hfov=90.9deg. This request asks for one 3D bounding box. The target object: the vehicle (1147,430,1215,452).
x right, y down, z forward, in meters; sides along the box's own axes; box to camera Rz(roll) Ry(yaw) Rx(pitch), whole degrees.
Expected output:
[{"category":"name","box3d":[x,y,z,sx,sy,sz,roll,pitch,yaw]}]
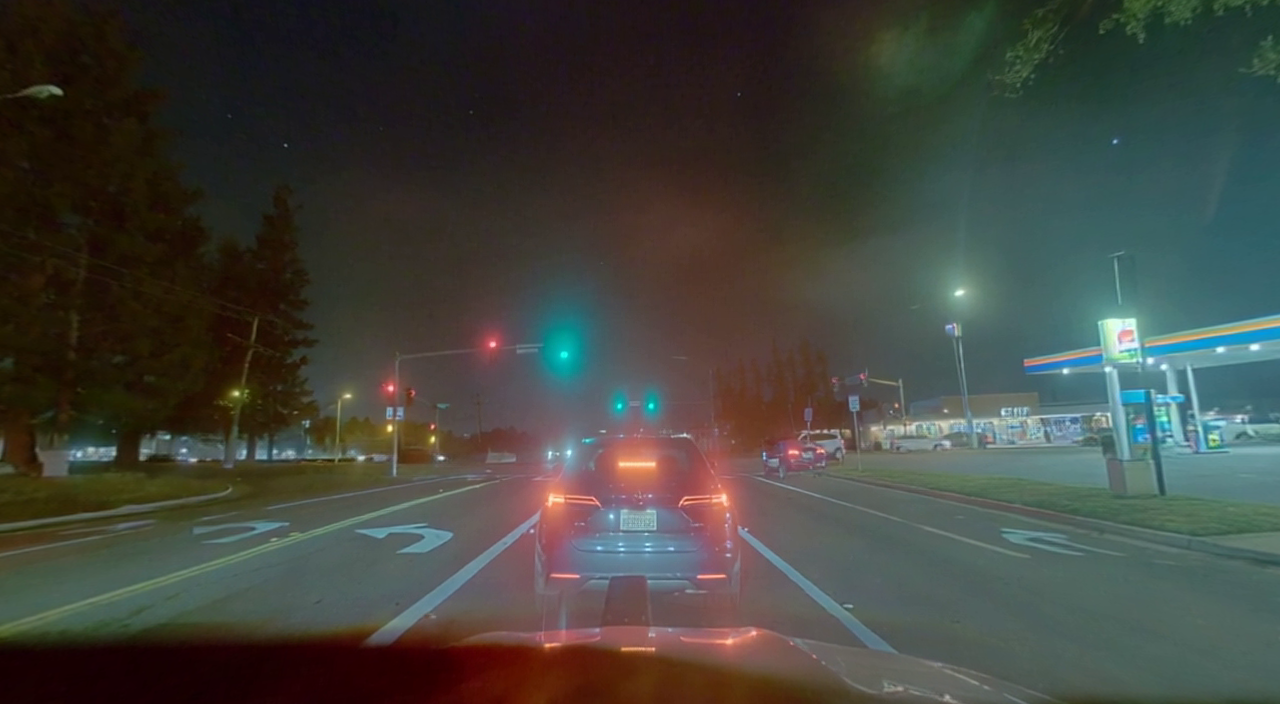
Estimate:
[{"category":"vehicle","box3d":[40.937,6.721,47.715,3.573,1.432,1.604,-3,-8,1]}]

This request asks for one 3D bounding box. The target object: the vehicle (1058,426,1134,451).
[{"category":"vehicle","box3d":[34.595,6.595,47.904,4.294,1.557,1.744,-4,-8,1]}]

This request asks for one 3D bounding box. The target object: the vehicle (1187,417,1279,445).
[{"category":"vehicle","box3d":[36.315,4.860,38.482,1.848,1.581,4.475,-1,-8,3]}]

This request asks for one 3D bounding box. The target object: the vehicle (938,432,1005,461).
[{"category":"vehicle","box3d":[18.385,5.239,34.859,2.053,1.495,4.091,-8,-12,44]}]

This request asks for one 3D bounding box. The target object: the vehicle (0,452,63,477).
[{"category":"vehicle","box3d":[-40.080,7.111,39.847,4.813,1.455,1.889,3,-9,-20]}]

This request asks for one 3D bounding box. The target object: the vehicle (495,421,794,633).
[{"category":"vehicle","box3d":[0.009,1.537,6.564,2.112,1.482,4.057,0,-8,-1]}]
